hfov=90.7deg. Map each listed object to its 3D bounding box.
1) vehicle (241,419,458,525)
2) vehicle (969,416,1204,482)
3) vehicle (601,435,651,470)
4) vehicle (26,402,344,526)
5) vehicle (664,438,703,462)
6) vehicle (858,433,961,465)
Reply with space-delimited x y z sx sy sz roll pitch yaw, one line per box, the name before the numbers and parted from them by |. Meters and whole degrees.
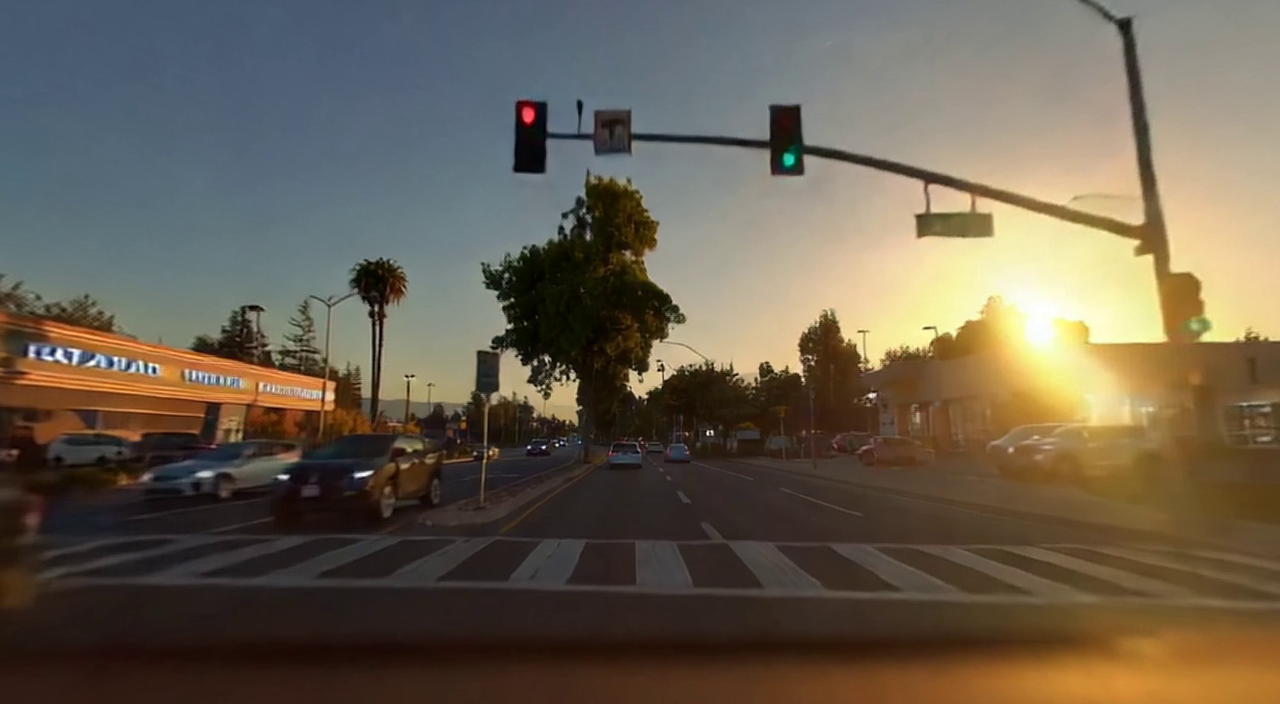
vehicle | -5.187 2.186 12.136 2.060 1.643 4.359 0 -8 0
vehicle | 13.675 3.004 19.665 5.718 1.911 2.088 0 -8 -2
vehicle | -0.665 4.662 29.655 2.160 1.508 4.319 0 -8 -1
vehicle | -8.768 2.236 13.260 2.306 2.012 5.852 0 -8 0
vehicle | 2.714 6.213 40.245 2.060 1.471 4.168 0 -8 -2
vehicle | 13.589 4.907 32.109 4.360 1.523 1.900 0 -8 -1
